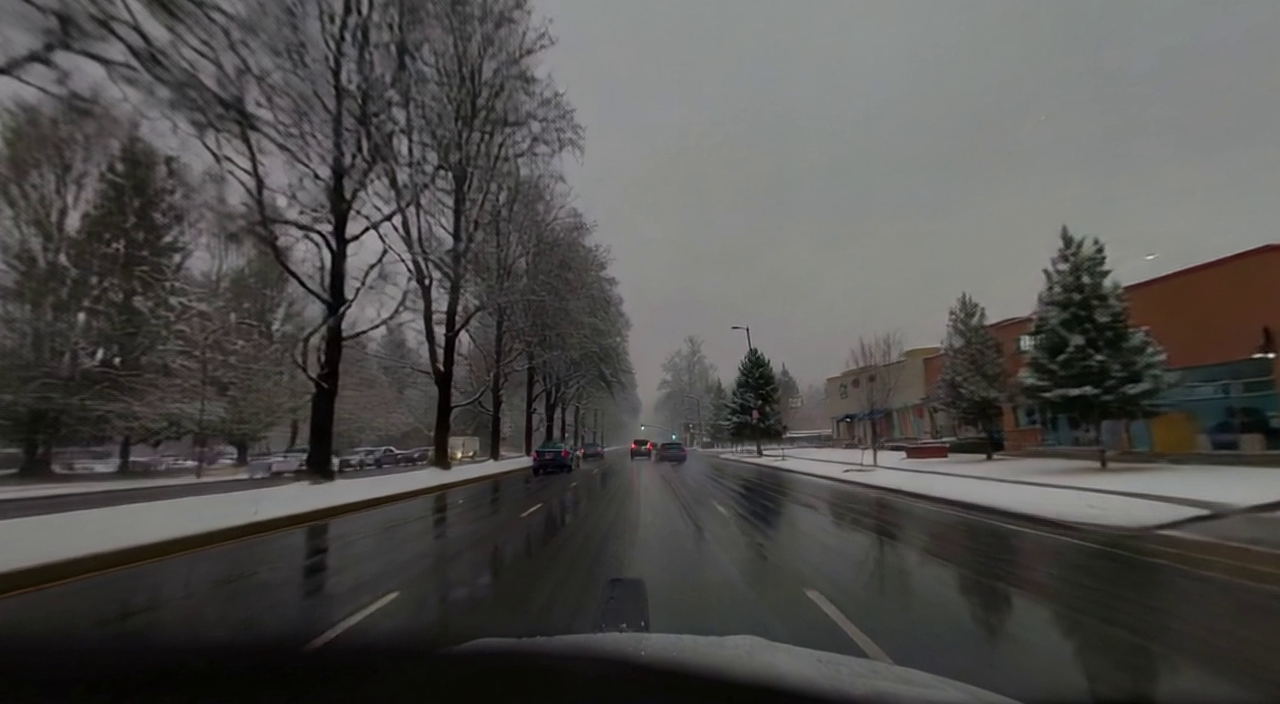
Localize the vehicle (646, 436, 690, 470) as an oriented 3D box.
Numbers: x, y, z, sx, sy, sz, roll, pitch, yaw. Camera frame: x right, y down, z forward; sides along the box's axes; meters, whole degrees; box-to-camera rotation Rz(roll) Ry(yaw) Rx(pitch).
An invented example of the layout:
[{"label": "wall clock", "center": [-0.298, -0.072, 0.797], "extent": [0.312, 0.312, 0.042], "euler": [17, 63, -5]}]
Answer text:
[{"label": "vehicle", "center": [1.301, 4.932, 30.889], "extent": [1.922, 1.579, 3.642], "euler": [0, -8, -1]}]

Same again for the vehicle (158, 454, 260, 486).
[{"label": "vehicle", "center": [-22.757, 6.220, 33.562], "extent": [1.862, 1.506, 4.983], "euler": [1, -9, 1]}]

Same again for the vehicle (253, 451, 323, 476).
[{"label": "vehicle", "center": [-22.821, 7.234, 41.079], "extent": [1.905, 1.483, 4.479], "euler": [0, -8, 0]}]

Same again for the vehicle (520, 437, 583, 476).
[{"label": "vehicle", "center": [-3.617, 4.365, 26.579], "extent": [1.908, 1.481, 4.536], "euler": [0, -8, 1]}]
